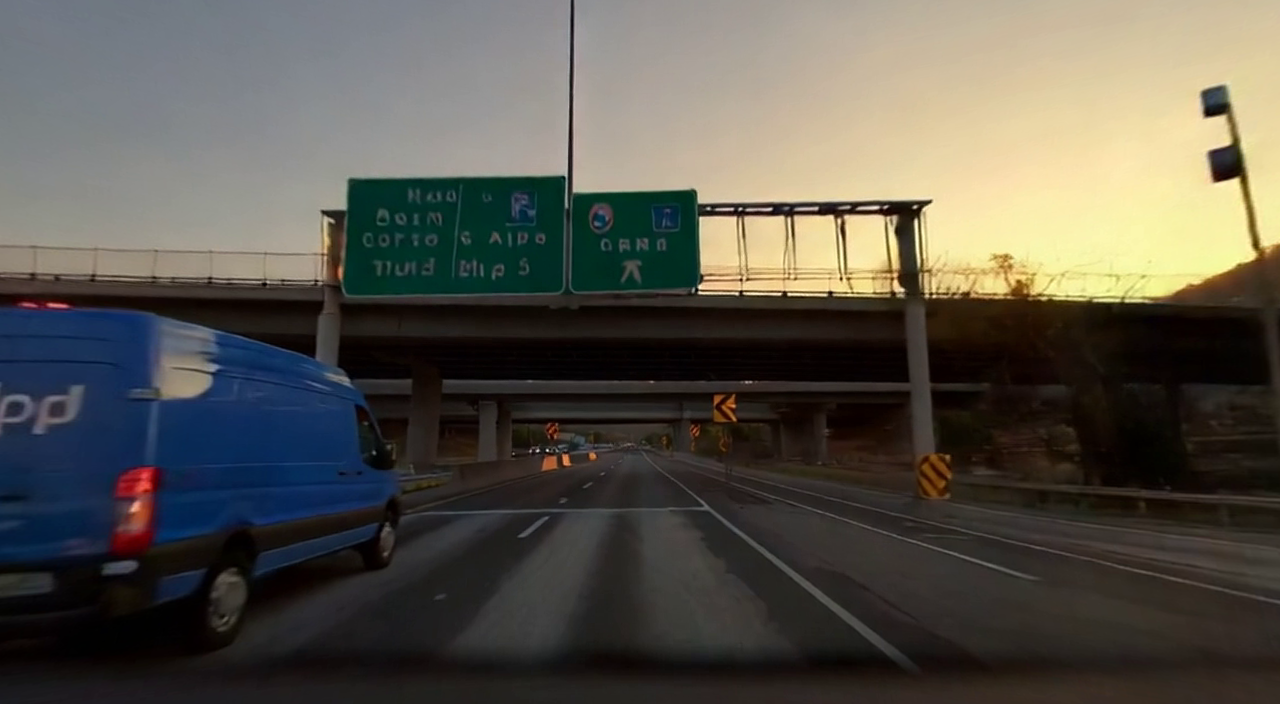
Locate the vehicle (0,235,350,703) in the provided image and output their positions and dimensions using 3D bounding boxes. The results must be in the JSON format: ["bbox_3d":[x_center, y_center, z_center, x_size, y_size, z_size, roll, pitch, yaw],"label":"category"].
[{"bbox_3d":[-5.103,1.129,6.708,2.463,2.640,7.034,2,-9,-16],"label":"vehicle"}]
